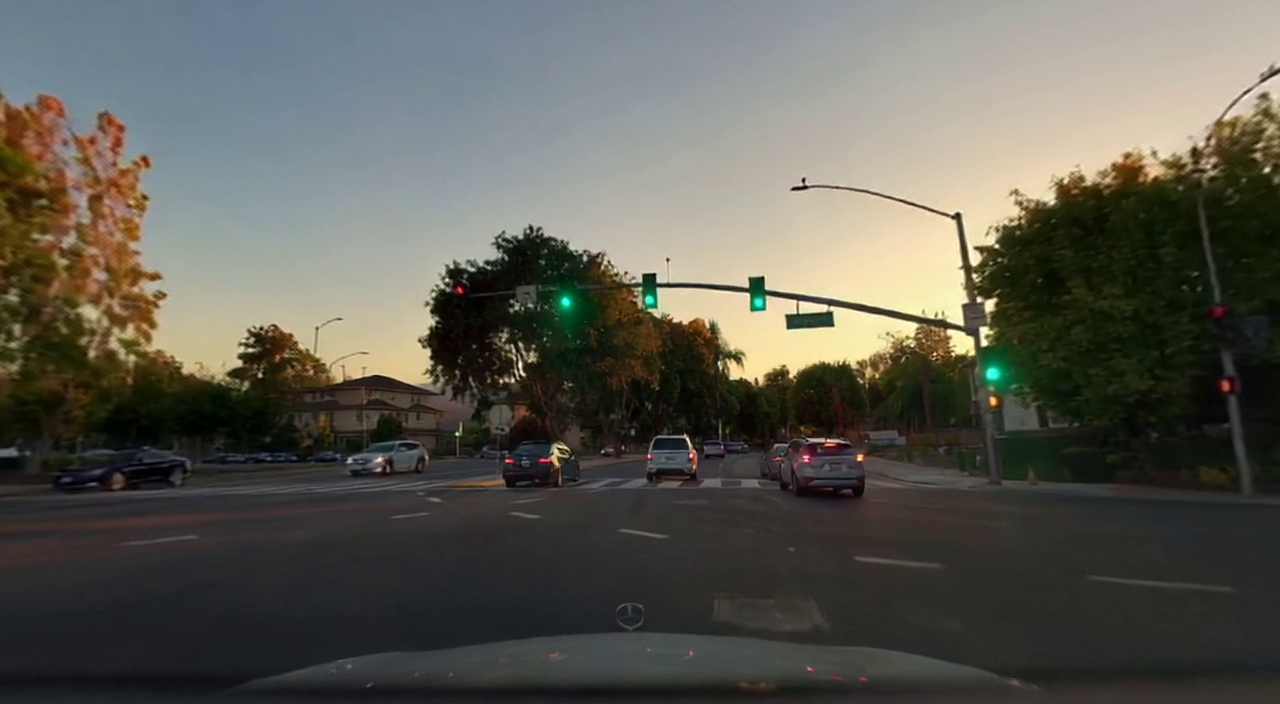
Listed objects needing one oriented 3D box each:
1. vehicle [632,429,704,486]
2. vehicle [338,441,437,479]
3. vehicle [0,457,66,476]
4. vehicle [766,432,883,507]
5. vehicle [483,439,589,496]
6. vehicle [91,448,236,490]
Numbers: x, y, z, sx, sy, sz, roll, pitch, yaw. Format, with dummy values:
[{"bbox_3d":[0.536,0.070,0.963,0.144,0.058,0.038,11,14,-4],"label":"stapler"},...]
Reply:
[{"bbox_3d":[1.089,3.636,21.913,2.250,1.768,4.574,-1,-9,6],"label":"vehicle"},{"bbox_3d":[-10.958,4.722,27.764,2.009,1.527,4.534,-1,-9,7],"label":"vehicle"},{"bbox_3d":[-45.424,8.576,47.124,3.435,1.356,1.713,-2,-9,7],"label":"vehicle"},{"bbox_3d":[4.224,2.745,15.027,1.859,1.540,3.454,-1,-9,2],"label":"vehicle"},{"bbox_3d":[-2.919,3.381,18.810,2.006,1.464,4.586,-1,-9,5],"label":"vehicle"},{"bbox_3d":[-18.218,4.471,24.425,1.869,1.449,4.417,-1,-9,6],"label":"vehicle"}]
